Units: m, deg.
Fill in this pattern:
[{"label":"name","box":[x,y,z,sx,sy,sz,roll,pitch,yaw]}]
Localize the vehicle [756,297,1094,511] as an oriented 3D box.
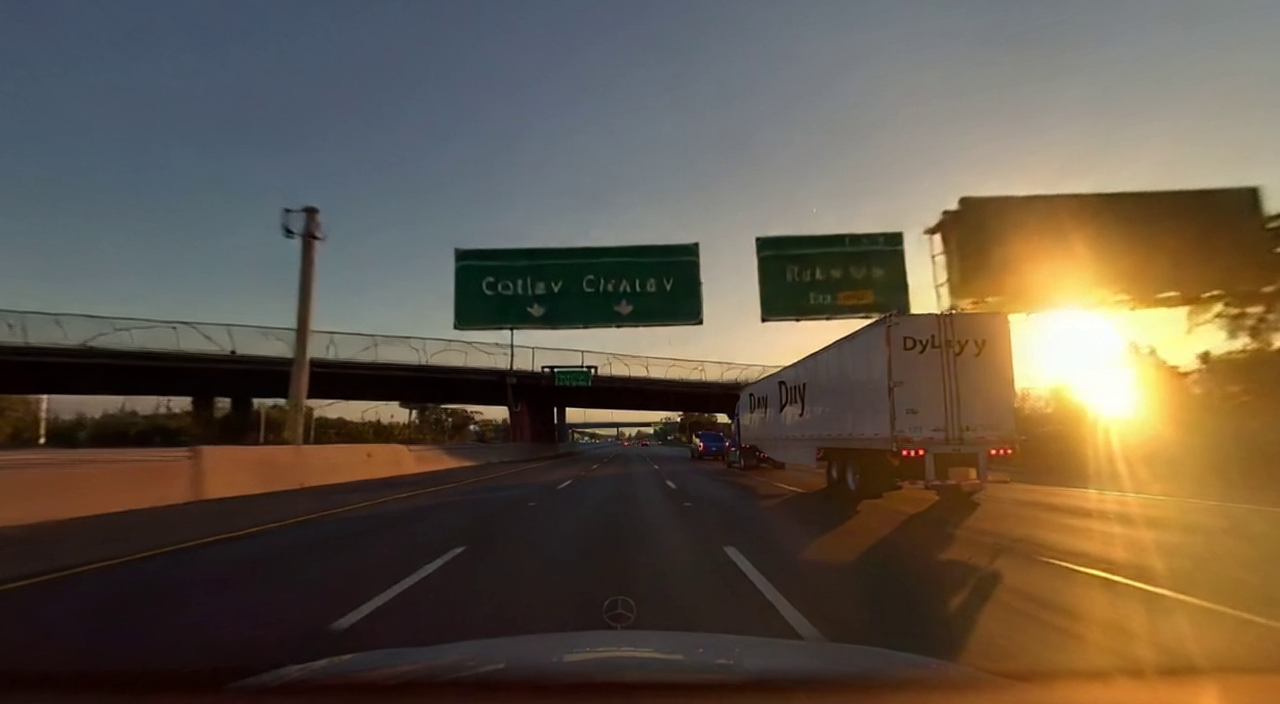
[{"label":"vehicle","box":[6.701,2.086,19.757,2.962,3.947,16.241,0,-8,0]}]
